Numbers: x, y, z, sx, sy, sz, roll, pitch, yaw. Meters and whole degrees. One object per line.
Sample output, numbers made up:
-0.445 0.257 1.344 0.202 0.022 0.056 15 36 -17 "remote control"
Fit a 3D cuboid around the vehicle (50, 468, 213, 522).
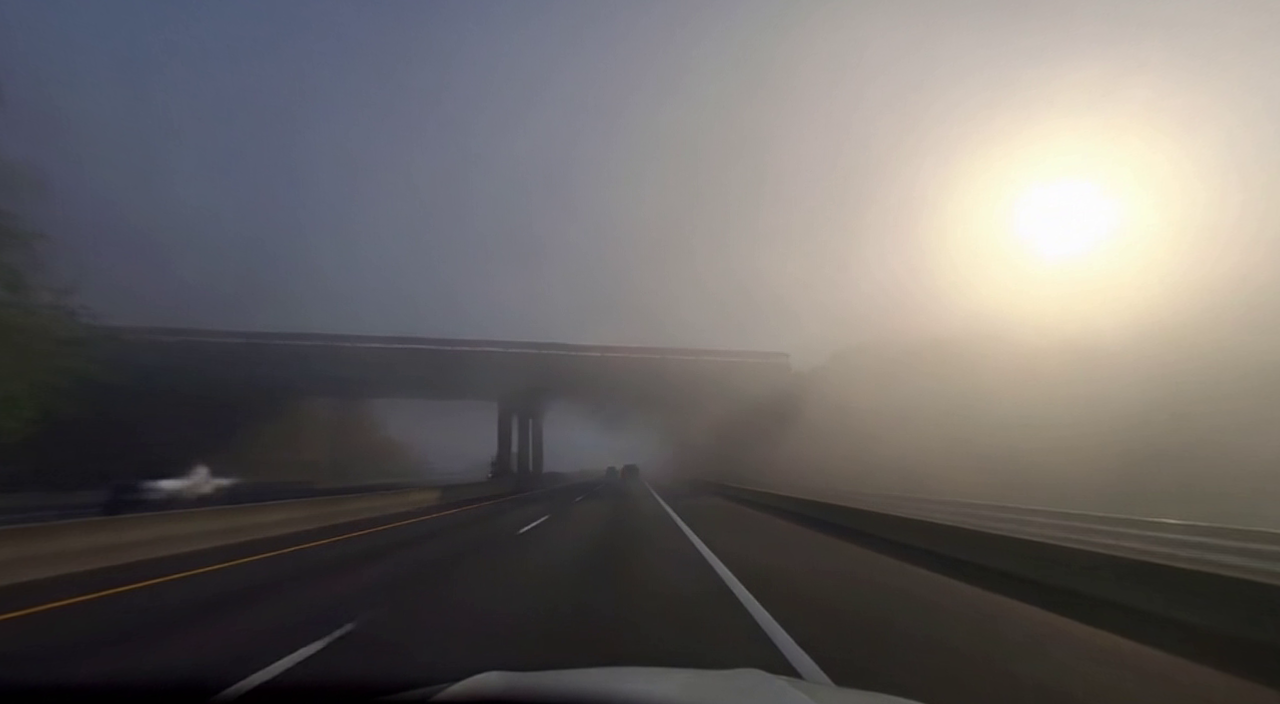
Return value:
-15.562 4.372 19.585 1.833 1.469 3.648 0 -11 3 "vehicle"
